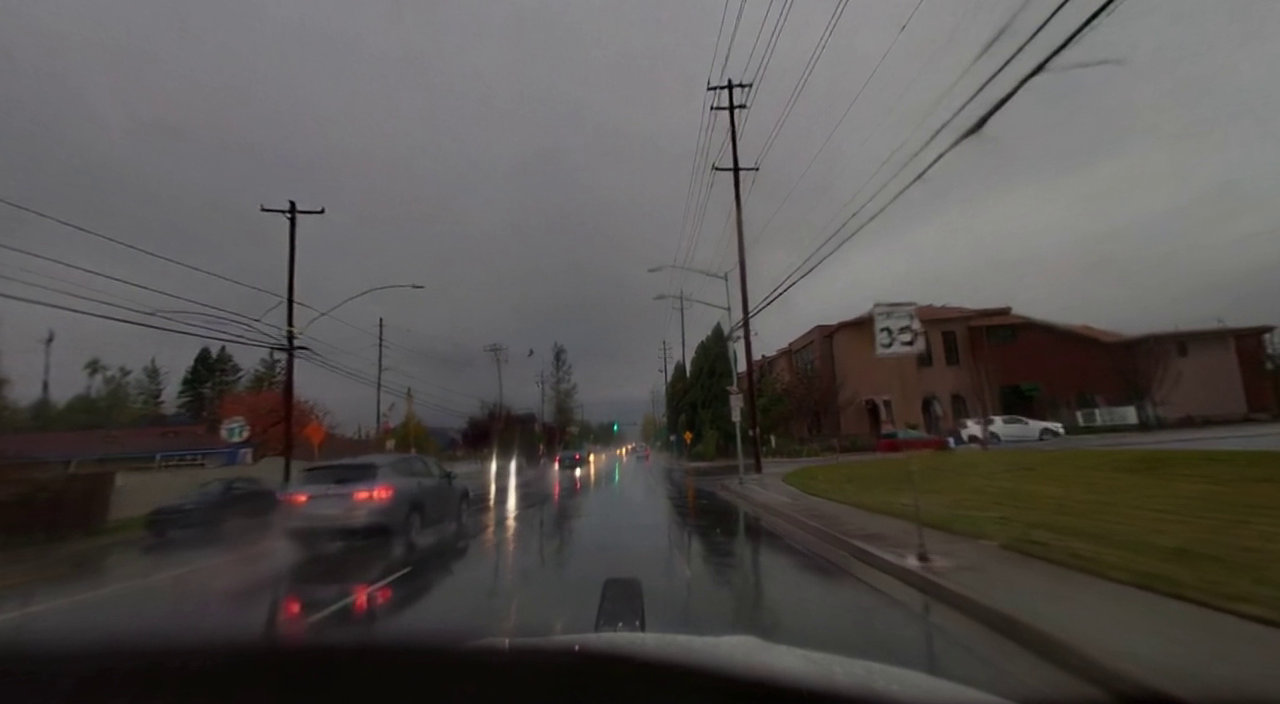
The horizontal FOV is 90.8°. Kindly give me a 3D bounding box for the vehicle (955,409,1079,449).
[{"bbox_3d":[19.142,3.986,32.333,4.817,1.919,2.308,-1,-9,8],"label":"vehicle"}]

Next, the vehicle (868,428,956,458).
[{"bbox_3d":[14.188,4.783,33.101,3.830,1.474,1.771,-2,-9,9],"label":"vehicle"}]

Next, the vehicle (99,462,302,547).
[{"bbox_3d":[-11.262,3.871,16.696,2.097,1.581,4.583,-7,-9,0],"label":"vehicle"}]

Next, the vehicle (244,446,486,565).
[{"bbox_3d":[-3.953,2.240,10.104,1.704,1.430,4.587,0,-9,1],"label":"vehicle"}]

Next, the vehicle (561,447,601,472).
[{"bbox_3d":[-3.569,6.577,38.856,1.943,1.455,4.414,-1,-9,2],"label":"vehicle"}]
